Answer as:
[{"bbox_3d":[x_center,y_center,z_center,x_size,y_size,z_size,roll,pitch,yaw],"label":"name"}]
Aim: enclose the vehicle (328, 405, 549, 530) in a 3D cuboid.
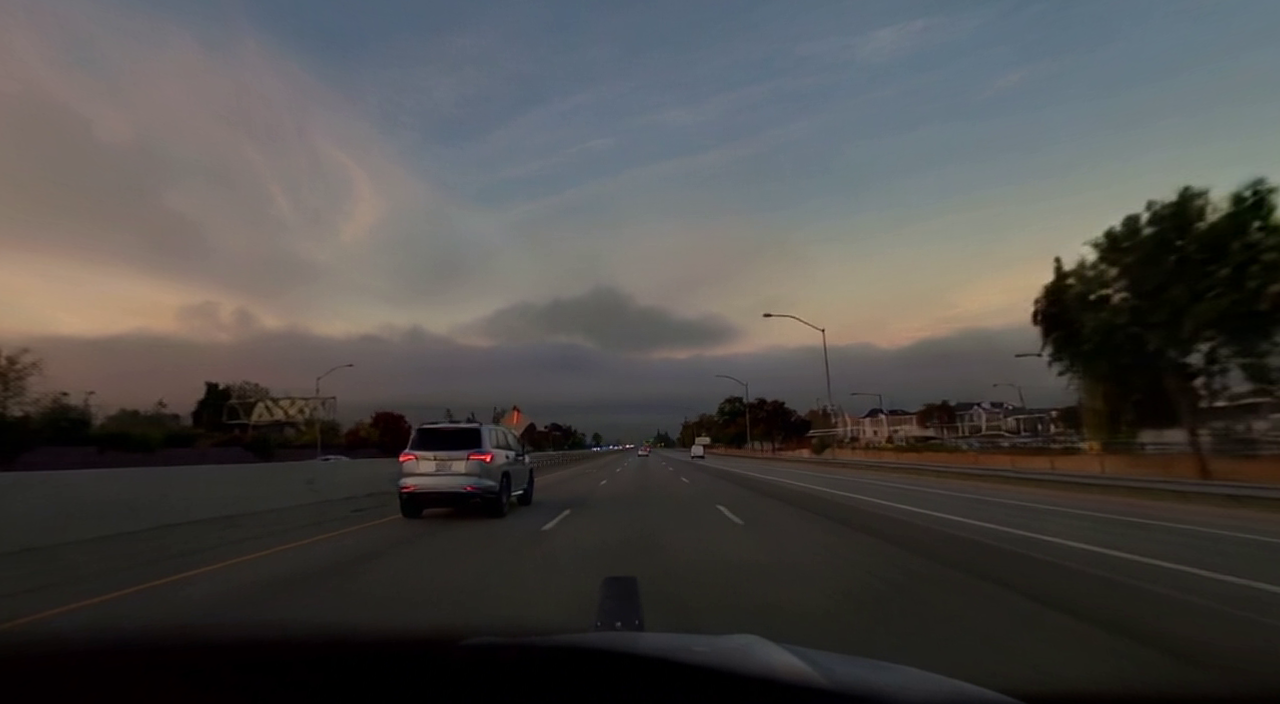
[{"bbox_3d":[-3.547,2.226,12.723,2.431,1.928,5.760,0,-9,1],"label":"vehicle"}]
